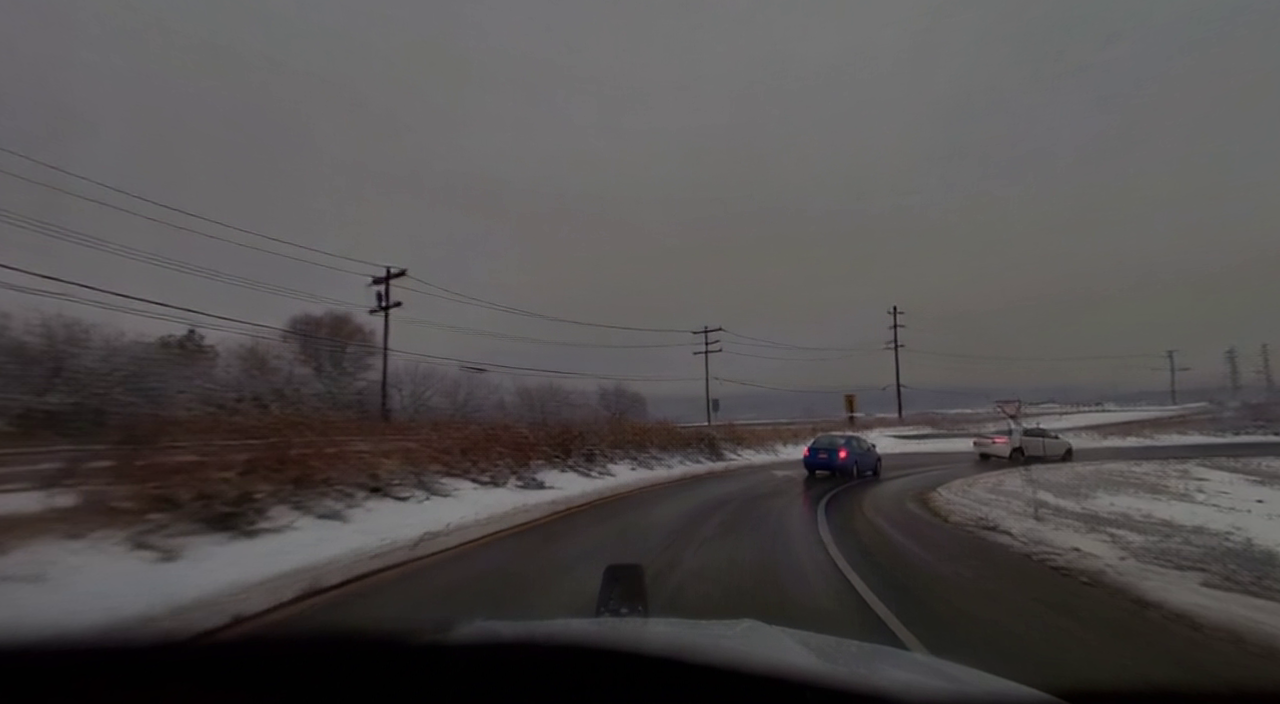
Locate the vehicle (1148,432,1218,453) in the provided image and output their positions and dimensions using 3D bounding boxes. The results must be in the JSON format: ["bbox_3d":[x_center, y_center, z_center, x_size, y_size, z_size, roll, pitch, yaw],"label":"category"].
[{"bbox_3d":[42.412,7.062,49.273,4.102,1.552,1.931,2,-8,-12],"label":"vehicle"}]

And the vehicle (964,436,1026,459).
[{"bbox_3d":[24.048,6.450,42.653,4.307,1.465,1.836,6,-10,-35],"label":"vehicle"}]

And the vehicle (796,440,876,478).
[{"bbox_3d":[8.240,4.392,26.227,2.026,1.407,4.374,-5,-10,32],"label":"vehicle"}]
